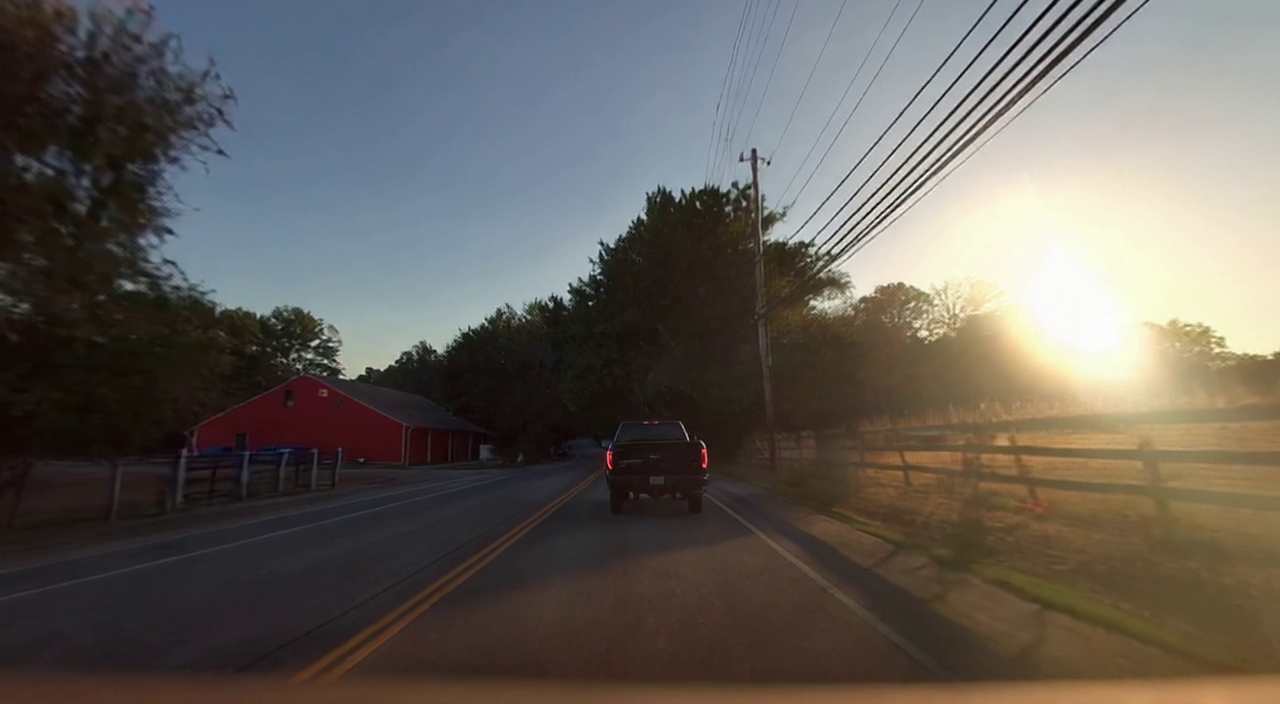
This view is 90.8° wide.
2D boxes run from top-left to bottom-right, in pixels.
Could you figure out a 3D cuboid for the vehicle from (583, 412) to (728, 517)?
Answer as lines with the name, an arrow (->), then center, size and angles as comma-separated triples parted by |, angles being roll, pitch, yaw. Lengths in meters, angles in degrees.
vehicle -> 0.242, 2.563, 14.972 | 2.693, 1.941, 6.356 | 0, -9, -1
